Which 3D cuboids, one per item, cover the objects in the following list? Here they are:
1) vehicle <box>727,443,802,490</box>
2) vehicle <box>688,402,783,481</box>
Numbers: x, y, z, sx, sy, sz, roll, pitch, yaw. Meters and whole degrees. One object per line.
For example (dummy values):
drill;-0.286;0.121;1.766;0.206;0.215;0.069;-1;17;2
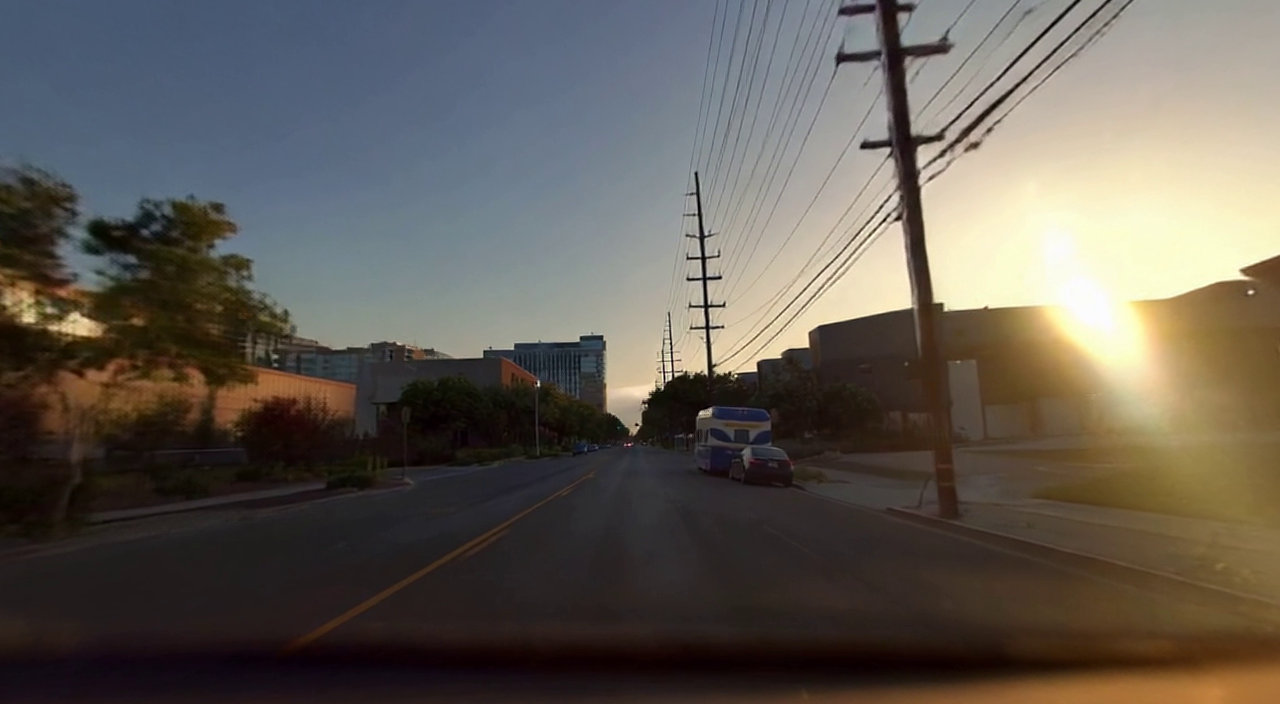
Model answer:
vehicle;4.430;4.117;23.020;1.852;1.497;3.672;-2;-8;-2
vehicle;4.272;4.343;30.498;3.110;3.241;8.788;0;-9;-1
